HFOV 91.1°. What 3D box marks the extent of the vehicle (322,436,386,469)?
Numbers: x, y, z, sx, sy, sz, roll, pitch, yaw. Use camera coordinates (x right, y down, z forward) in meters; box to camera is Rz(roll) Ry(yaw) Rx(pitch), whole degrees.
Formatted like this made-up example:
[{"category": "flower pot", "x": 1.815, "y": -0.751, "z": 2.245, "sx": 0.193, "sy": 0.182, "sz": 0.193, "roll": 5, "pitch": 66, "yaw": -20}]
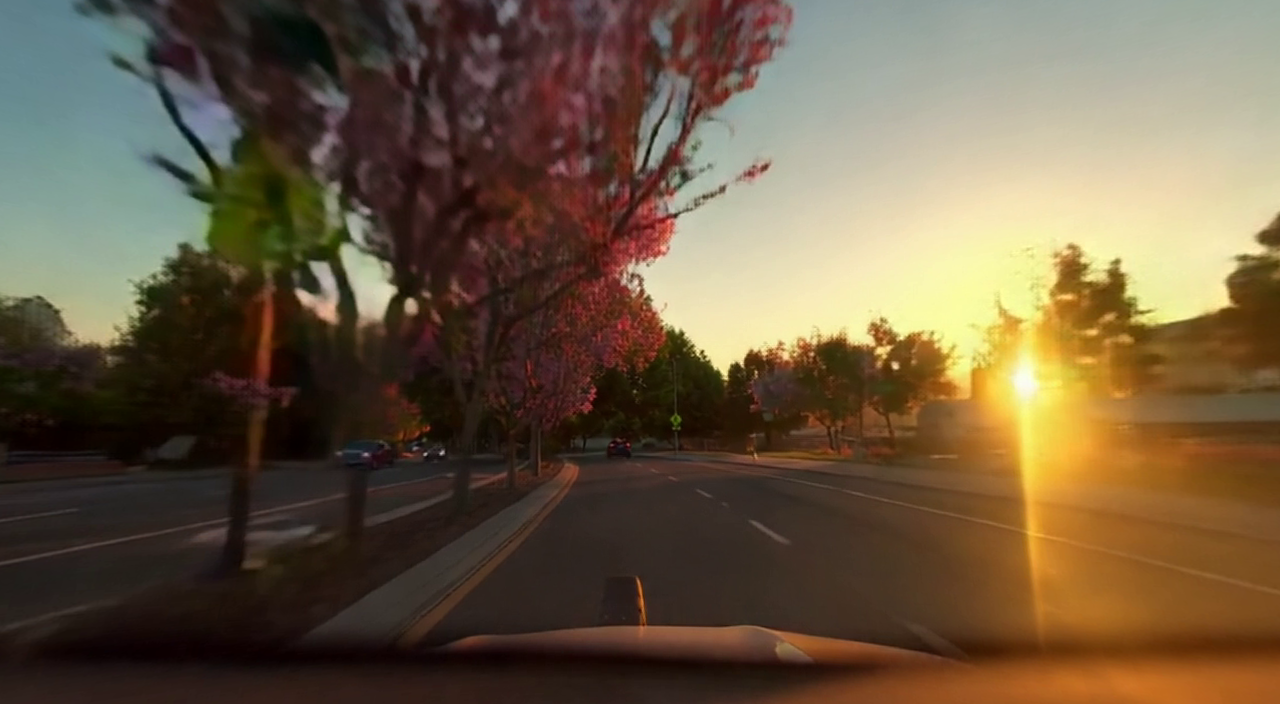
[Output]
[{"category": "vehicle", "x": -15.897, "y": 5.607, "z": 35.141, "sx": 1.985, "sy": 1.705, "sz": 4.209, "roll": 1, "pitch": -9, "yaw": -6}]
